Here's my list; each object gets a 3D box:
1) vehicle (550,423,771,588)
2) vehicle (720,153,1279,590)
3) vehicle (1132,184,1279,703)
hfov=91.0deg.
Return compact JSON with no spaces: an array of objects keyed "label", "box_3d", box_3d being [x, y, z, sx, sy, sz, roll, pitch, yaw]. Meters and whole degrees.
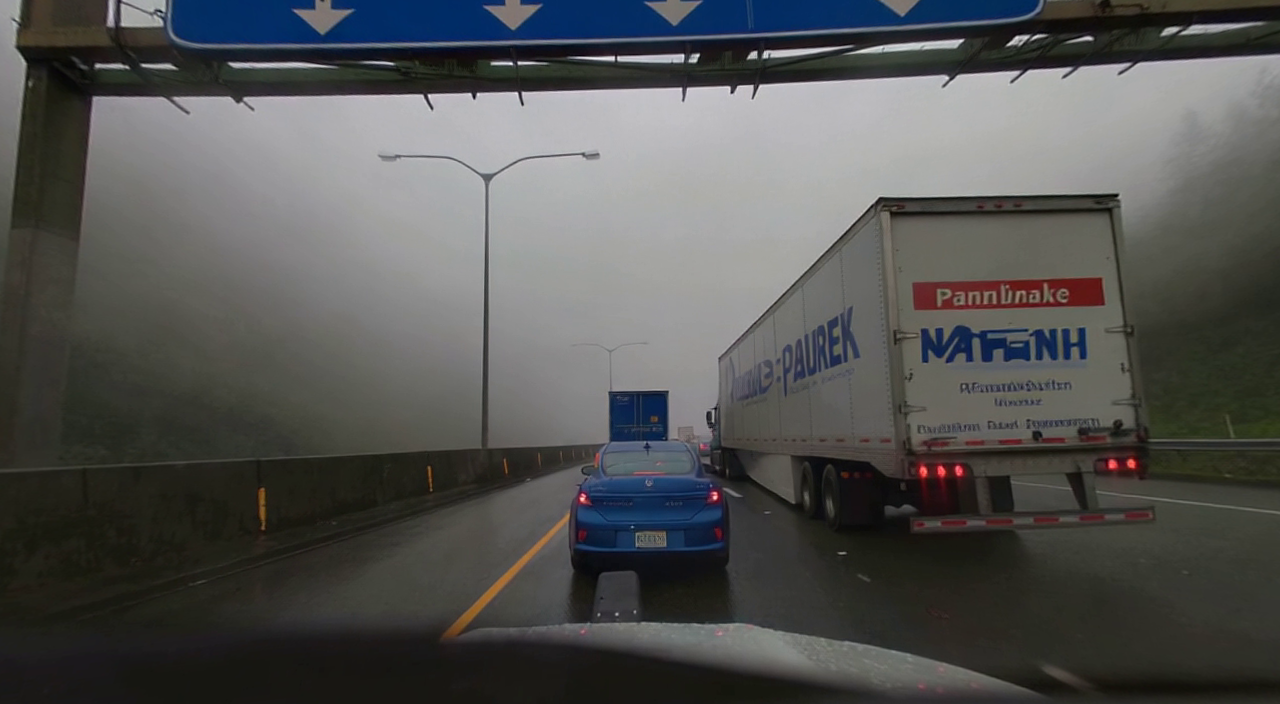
[{"label":"vehicle","box_3d":[0.177,1.683,7.706,2.045,1.490,3.597,-1,-8,0]},{"label":"vehicle","box_3d":[4.189,1.077,12.955,2.827,4.081,14.305,0,-8,-2]},{"label":"vehicle","box_3d":[4.730,0.109,0.629,2.892,2.615,6.650,0,-8,-2]}]
